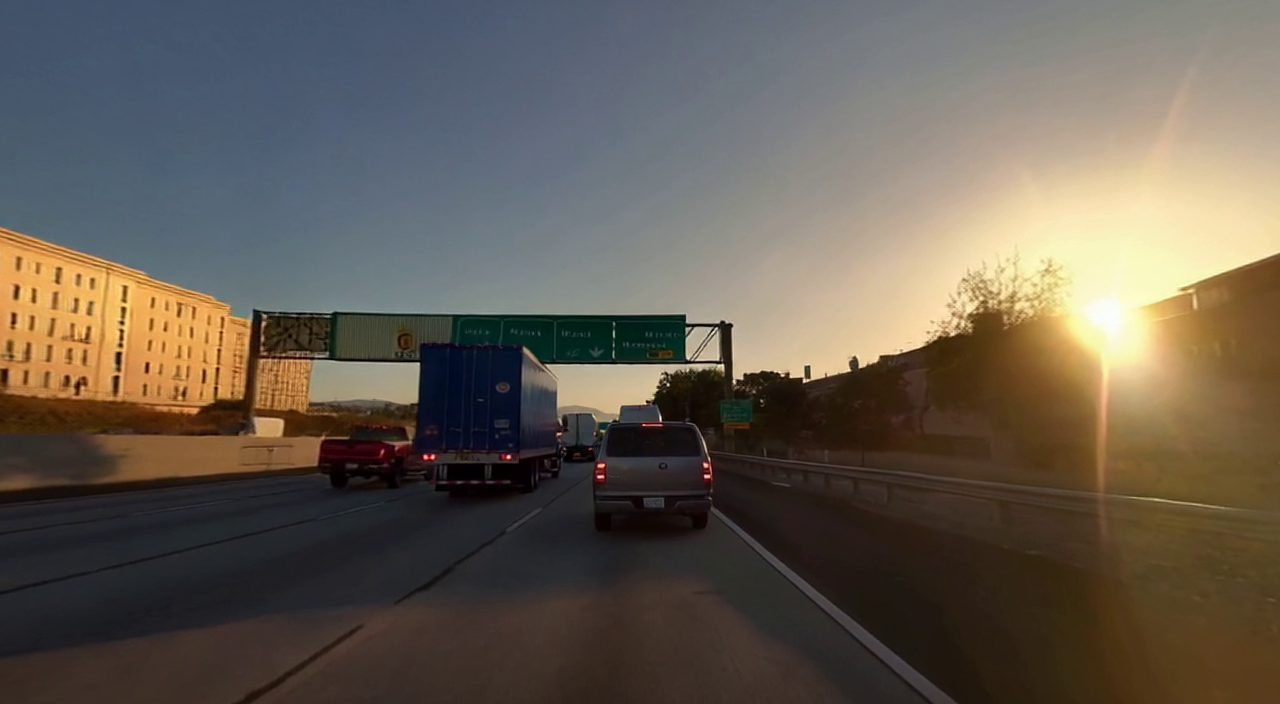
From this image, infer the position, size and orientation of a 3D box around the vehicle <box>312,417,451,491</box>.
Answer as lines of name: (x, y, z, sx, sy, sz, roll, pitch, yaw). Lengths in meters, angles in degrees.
vehicle: (-8.049, 3.257, 20.401, 2.218, 2.047, 5.586, 0, -9, -1)

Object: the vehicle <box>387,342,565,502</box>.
vehicle: (-4.076, 2.160, 18.127, 2.814, 3.513, 8.529, 0, -9, 0)

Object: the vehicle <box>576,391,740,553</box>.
vehicle: (0.125, 1.727, 9.595, 1.947, 1.910, 4.040, 0, -9, -3)
